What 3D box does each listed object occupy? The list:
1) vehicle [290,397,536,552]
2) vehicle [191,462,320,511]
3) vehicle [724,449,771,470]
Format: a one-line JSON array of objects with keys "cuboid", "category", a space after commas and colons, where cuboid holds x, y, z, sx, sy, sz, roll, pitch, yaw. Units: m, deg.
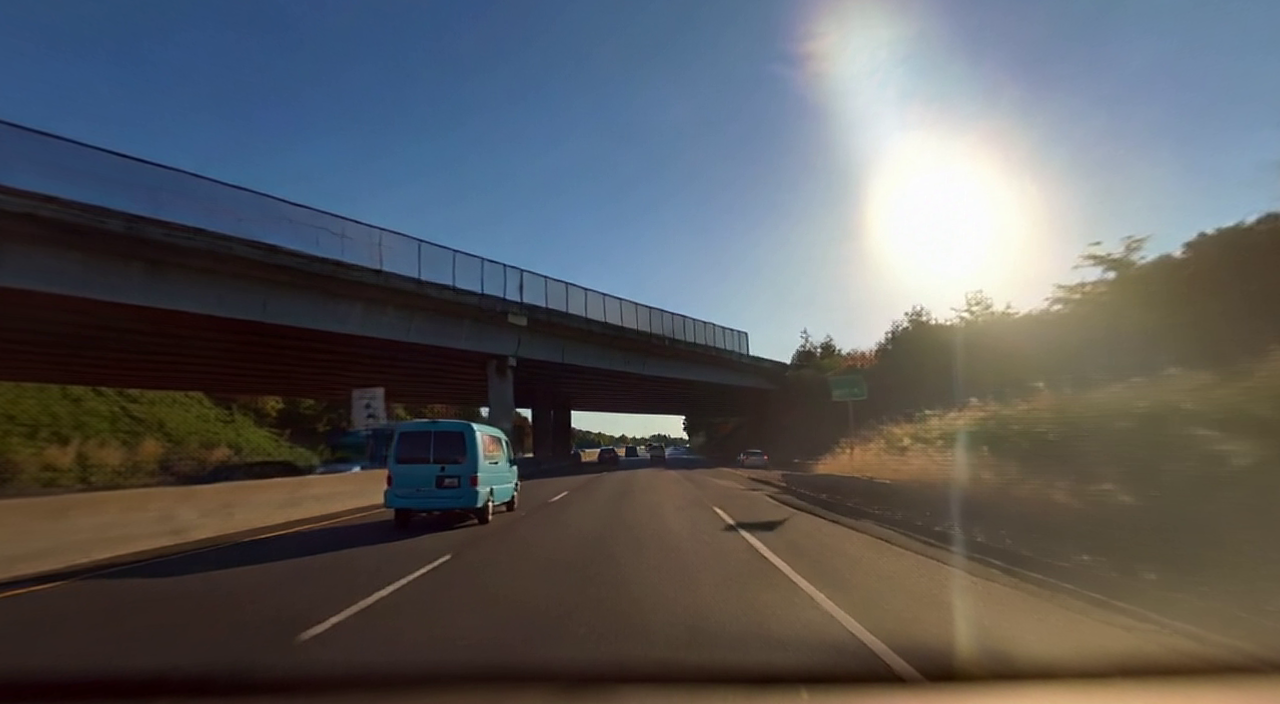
[{"cuboid": [-3.425, 1.996, 10.940, 2.310, 2.030, 5.094, 0, -9, 1], "category": "vehicle"}, {"cuboid": [-13.105, 4.579, 21.826, 1.895, 1.421, 3.964, 0, -9, 1], "category": "vehicle"}, {"cuboid": [8.056, 8.068, 47.526, 1.972, 1.492, 4.623, 1, -9, -11], "category": "vehicle"}]
